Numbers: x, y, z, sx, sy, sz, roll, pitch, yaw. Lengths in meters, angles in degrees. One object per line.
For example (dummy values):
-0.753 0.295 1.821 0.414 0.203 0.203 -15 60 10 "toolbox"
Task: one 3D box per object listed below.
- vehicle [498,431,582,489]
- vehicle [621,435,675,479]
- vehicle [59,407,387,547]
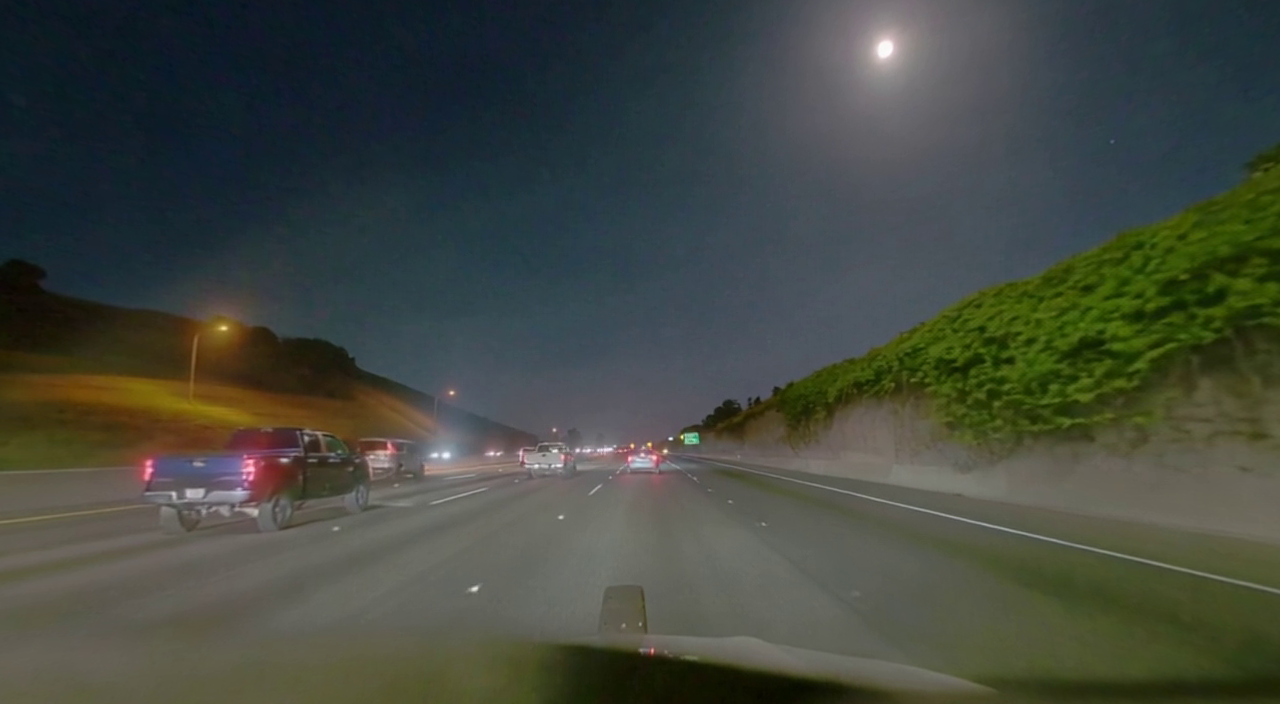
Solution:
-3.346 3.734 22.128 2.093 1.820 4.506 0 -9 1 "vehicle"
0.332 4.674 28.414 2.233 1.804 4.273 0 -9 0 "vehicle"
-6.663 2.068 11.133 2.108 1.856 5.214 0 -9 1 "vehicle"
